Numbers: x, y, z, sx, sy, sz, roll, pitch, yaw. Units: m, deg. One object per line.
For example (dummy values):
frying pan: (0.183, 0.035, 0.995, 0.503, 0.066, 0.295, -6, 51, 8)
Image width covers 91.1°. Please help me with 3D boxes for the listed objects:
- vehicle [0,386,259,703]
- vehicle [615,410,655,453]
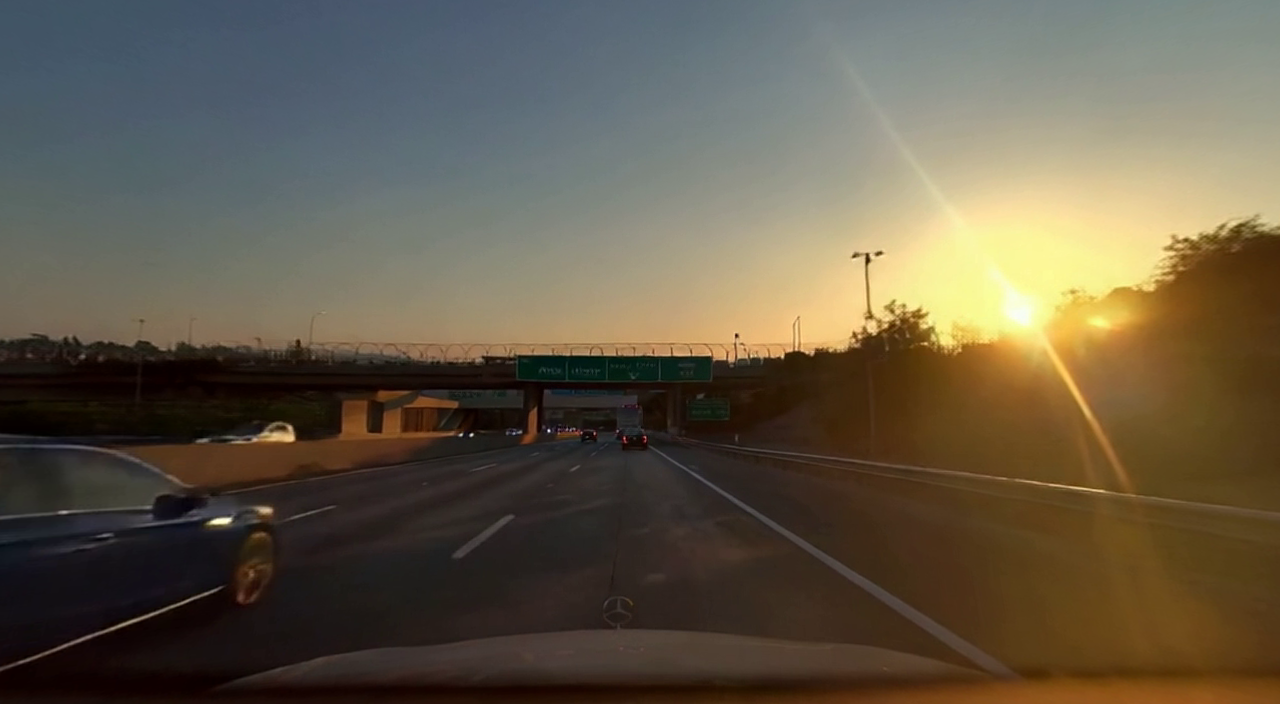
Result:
vehicle: (-3.591, 0.858, 2.256, 1.955, 1.508, 3.996, 0, -8, -1)
vehicle: (-0.445, 5.537, 43.690, 2.418, 2.704, 6.445, 0, -8, -3)
